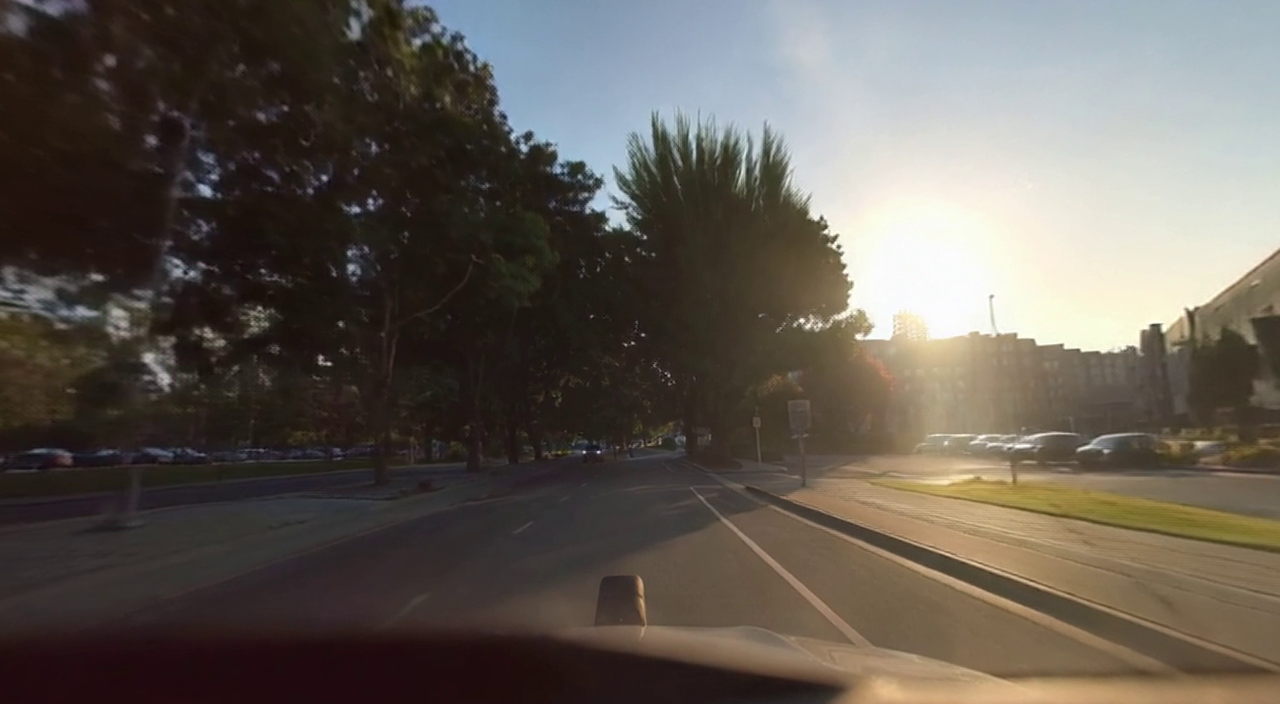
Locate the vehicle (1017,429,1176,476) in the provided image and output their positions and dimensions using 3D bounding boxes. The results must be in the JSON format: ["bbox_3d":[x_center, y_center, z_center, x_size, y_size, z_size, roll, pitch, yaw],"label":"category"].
[{"bbox_3d":[16.396,3.629,22.918,4.134,1.580,1.952,-1,-8,6],"label":"vehicle"}]

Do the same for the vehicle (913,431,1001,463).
[{"bbox_3d":[21.092,6.335,42.149,4.593,1.776,2.094,-4,-8,1],"label":"vehicle"}]
